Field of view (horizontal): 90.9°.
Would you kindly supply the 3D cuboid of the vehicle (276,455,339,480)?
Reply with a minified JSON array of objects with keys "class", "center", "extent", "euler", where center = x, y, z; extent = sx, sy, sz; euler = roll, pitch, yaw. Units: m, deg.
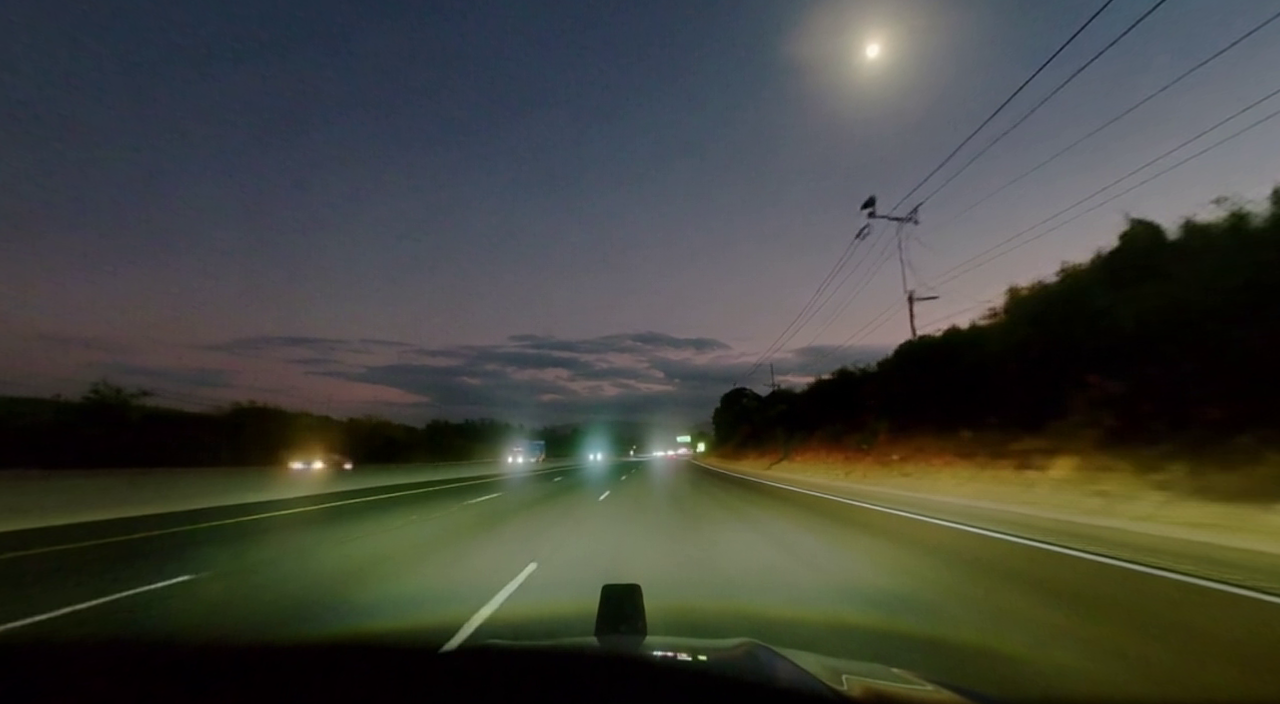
[{"class":"vehicle","center":[-21.887,7.615,41.657],"extent":[1.772,1.483,4.170],"euler":[0,-9,1]}]
